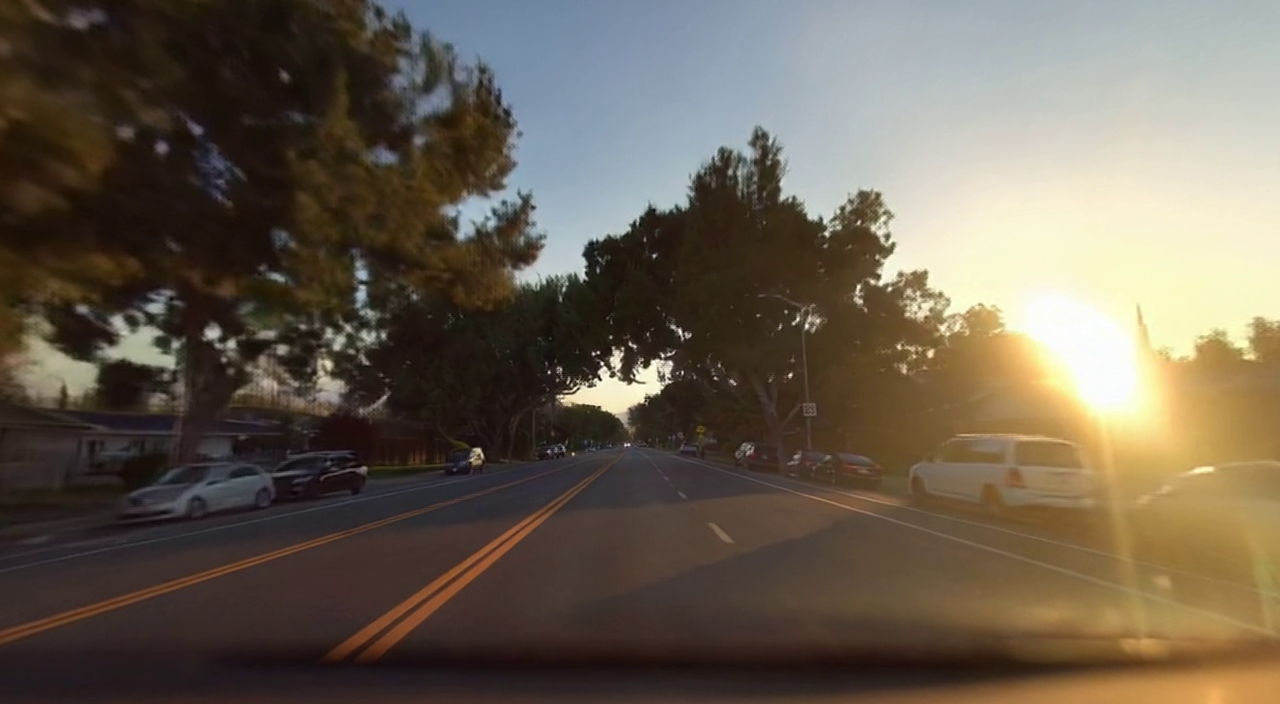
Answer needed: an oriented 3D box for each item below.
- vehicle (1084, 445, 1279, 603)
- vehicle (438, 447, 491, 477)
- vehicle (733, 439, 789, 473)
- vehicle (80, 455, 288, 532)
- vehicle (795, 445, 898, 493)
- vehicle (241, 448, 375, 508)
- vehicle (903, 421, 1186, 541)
[{"bbox_3d":[6.881,1.665,6.367,1.882,1.433,4.622,-1,-9,7],"label":"vehicle"},{"bbox_3d":[-10.998,6.905,39.883,2.048,1.692,4.635,-2,-9,0],"label":"vehicle"},{"bbox_3d":[6.898,5.984,36.625,2.087,1.762,5.493,0,-8,0],"label":"vehicle"},{"bbox_3d":[-10.741,3.311,15.356,1.840,1.526,4.214,0,-8,1],"label":"vehicle"},{"bbox_3d":[7.214,4.105,22.634,1.982,1.479,4.687,0,-8,-2],"label":"vehicle"},{"bbox_3d":[-10.637,4.041,20.693,1.974,1.682,4.339,-2,-9,1],"label":"vehicle"},{"bbox_3d":[7.293,2.364,12.346,2.064,1.802,5.293,0,-8,1],"label":"vehicle"}]
